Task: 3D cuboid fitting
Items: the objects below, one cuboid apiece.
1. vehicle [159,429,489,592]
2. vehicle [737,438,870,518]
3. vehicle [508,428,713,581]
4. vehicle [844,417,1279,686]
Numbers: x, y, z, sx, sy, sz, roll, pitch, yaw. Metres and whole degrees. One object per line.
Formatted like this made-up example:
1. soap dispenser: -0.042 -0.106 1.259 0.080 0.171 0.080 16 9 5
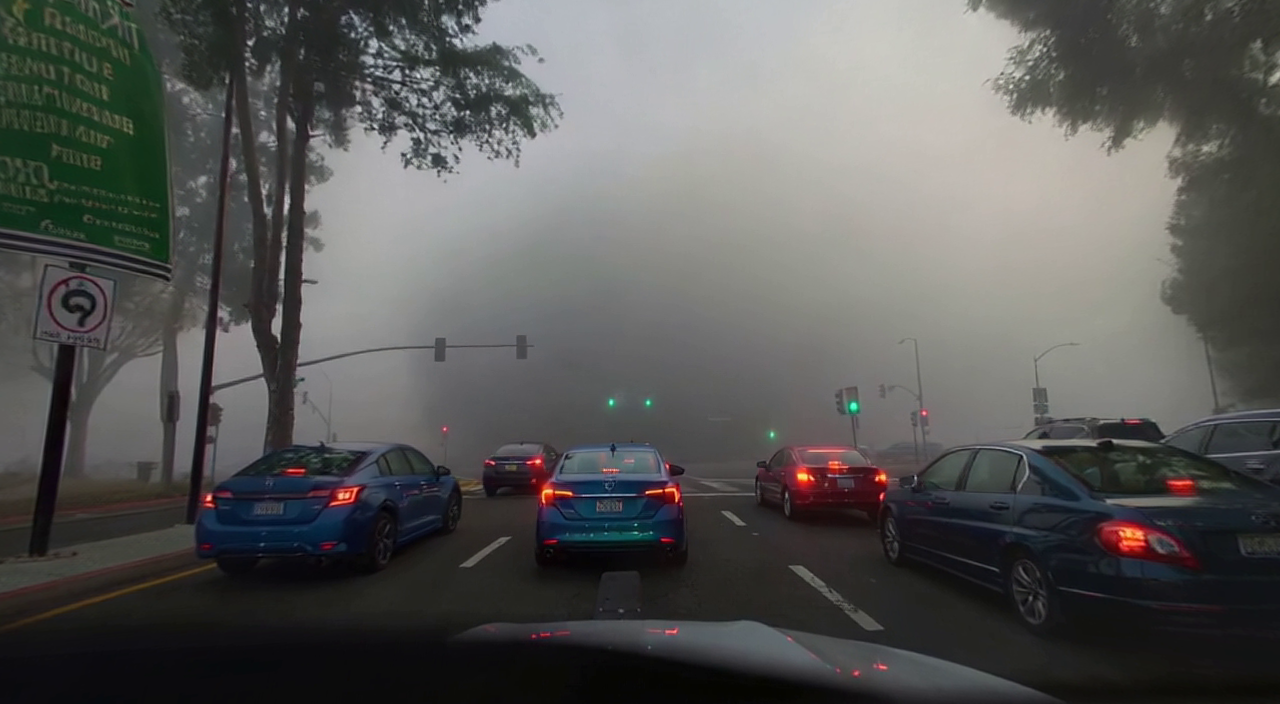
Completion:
1. vehicle: -3.363 1.745 7.840 1.929 1.457 4.136 0 -9 0
2. vehicle: 3.399 2.678 13.946 1.852 1.498 3.825 0 -9 -1
3. vehicle: -0.319 1.768 8.081 1.994 1.479 3.647 0 -9 -1
4. vehicle: 3.604 1.438 5.786 1.953 1.471 4.470 0 -9 0
